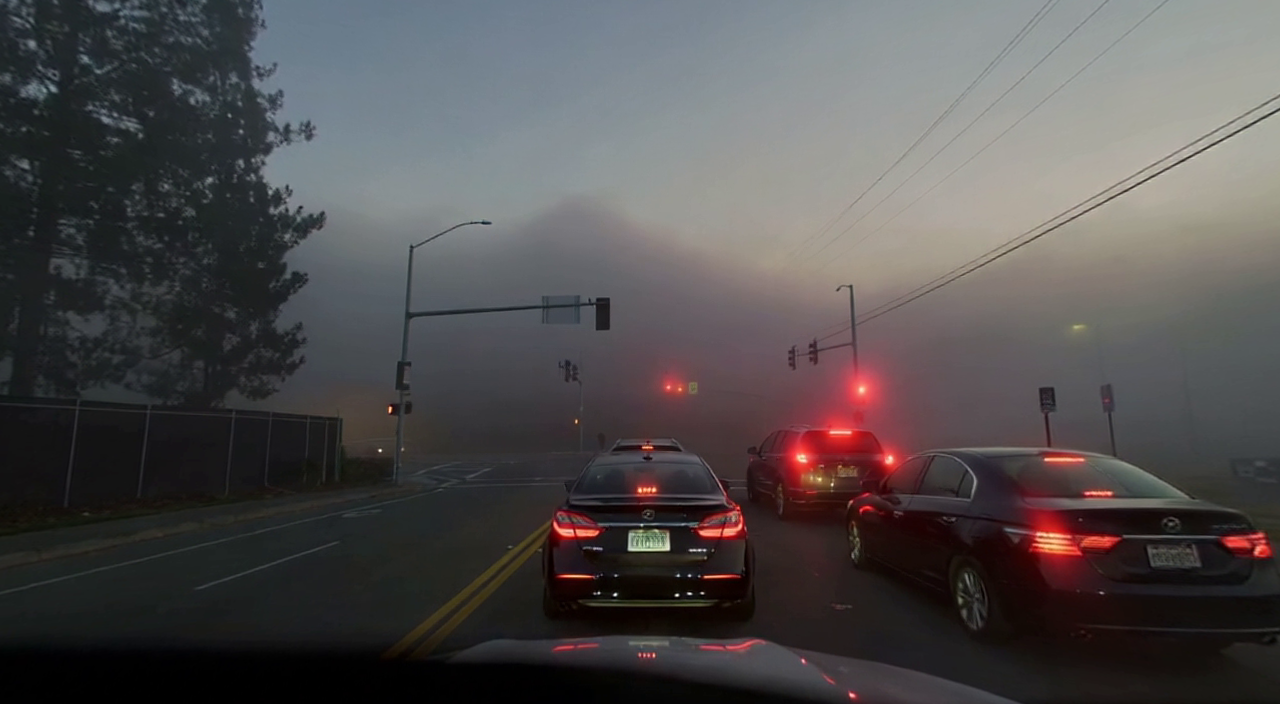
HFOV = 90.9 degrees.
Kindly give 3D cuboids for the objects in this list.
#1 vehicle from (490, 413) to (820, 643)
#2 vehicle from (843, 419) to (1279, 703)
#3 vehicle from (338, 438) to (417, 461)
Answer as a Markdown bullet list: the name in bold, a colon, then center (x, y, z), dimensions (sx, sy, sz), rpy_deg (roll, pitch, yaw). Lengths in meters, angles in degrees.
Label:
- **vehicle**: center (0.064, 1.485, 6.417), dimensions (2.170, 1.497, 4.369), rpy_deg (0, -8, -1)
- **vehicle**: center (3.086, 1.249, 4.141), dimensions (2.027, 1.432, 4.431), rpy_deg (0, -8, 0)
- **vehicle**: center (-17.237, 6.407, 41.462), dimensions (4.406, 1.458, 1.892), rpy_deg (-1, -8, 7)
